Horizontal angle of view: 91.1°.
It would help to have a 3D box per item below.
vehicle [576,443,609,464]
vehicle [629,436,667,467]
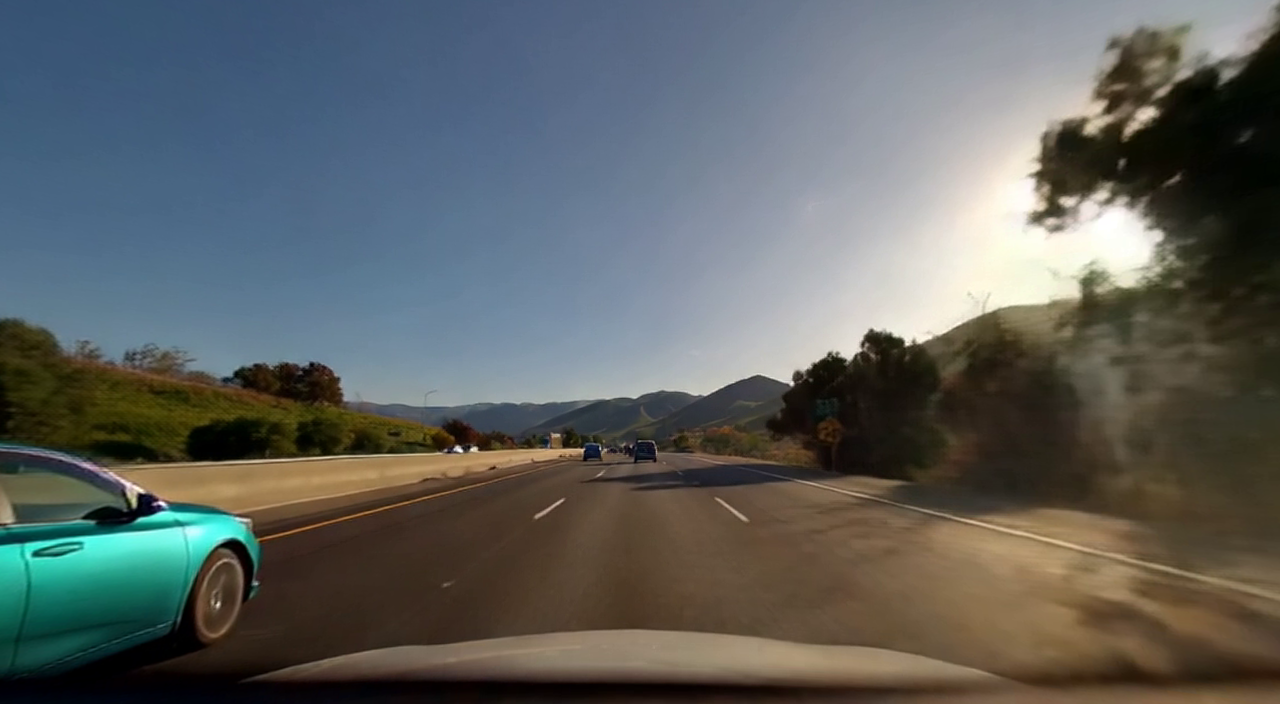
[{"bbox_3d":[-3.519,7.567,47.000,2.082,1.485,4.237,0,-8,1],"label":"vehicle"},{"bbox_3d":[0.461,6.282,39.798,2.272,1.836,4.866,0,-8,0],"label":"vehicle"}]
